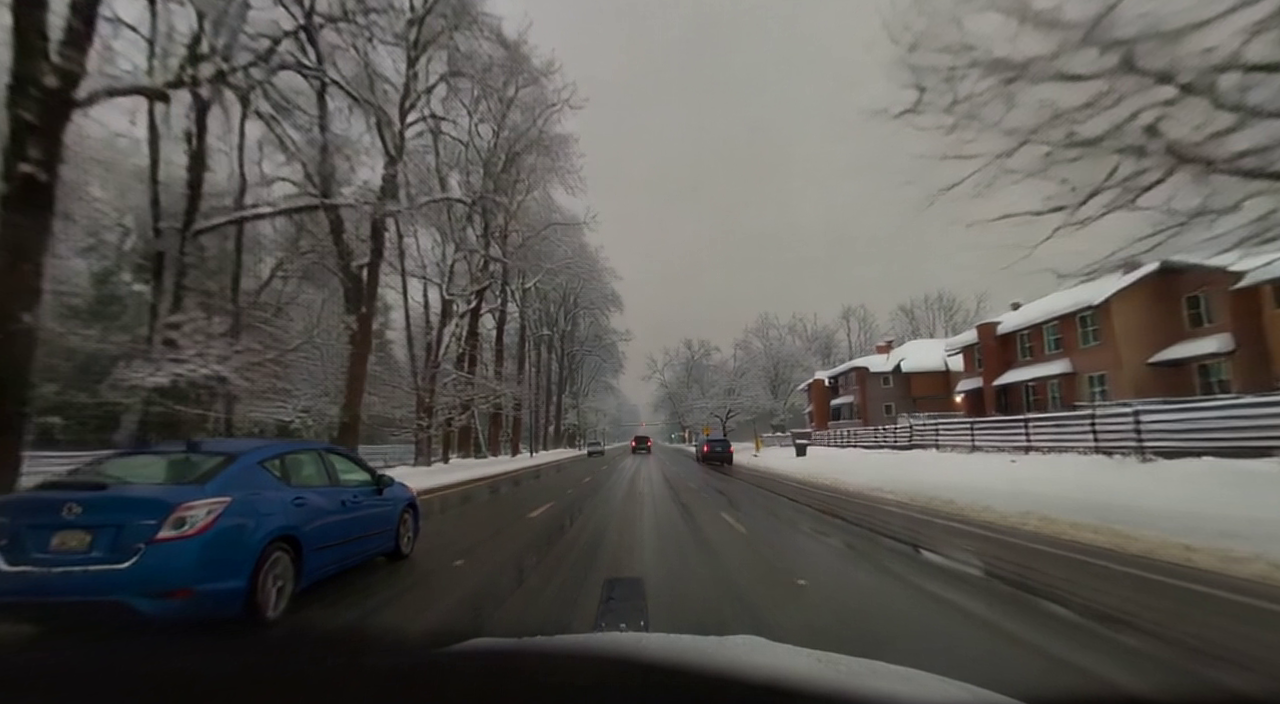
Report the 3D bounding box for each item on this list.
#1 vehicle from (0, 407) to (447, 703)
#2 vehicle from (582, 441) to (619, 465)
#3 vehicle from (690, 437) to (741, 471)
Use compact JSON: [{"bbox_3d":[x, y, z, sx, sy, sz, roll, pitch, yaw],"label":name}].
[{"bbox_3d":[-3.543,1.376,5.416,2.091,1.503,4.989,0,-8,1],"label":"vehicle"},{"bbox_3d":[-2.548,6.685,41.758,1.940,1.473,4.133,-1,-8,3],"label":"vehicle"},{"bbox_3d":[3.926,5.389,33.497,2.182,1.688,4.187,0,-8,0],"label":"vehicle"}]
